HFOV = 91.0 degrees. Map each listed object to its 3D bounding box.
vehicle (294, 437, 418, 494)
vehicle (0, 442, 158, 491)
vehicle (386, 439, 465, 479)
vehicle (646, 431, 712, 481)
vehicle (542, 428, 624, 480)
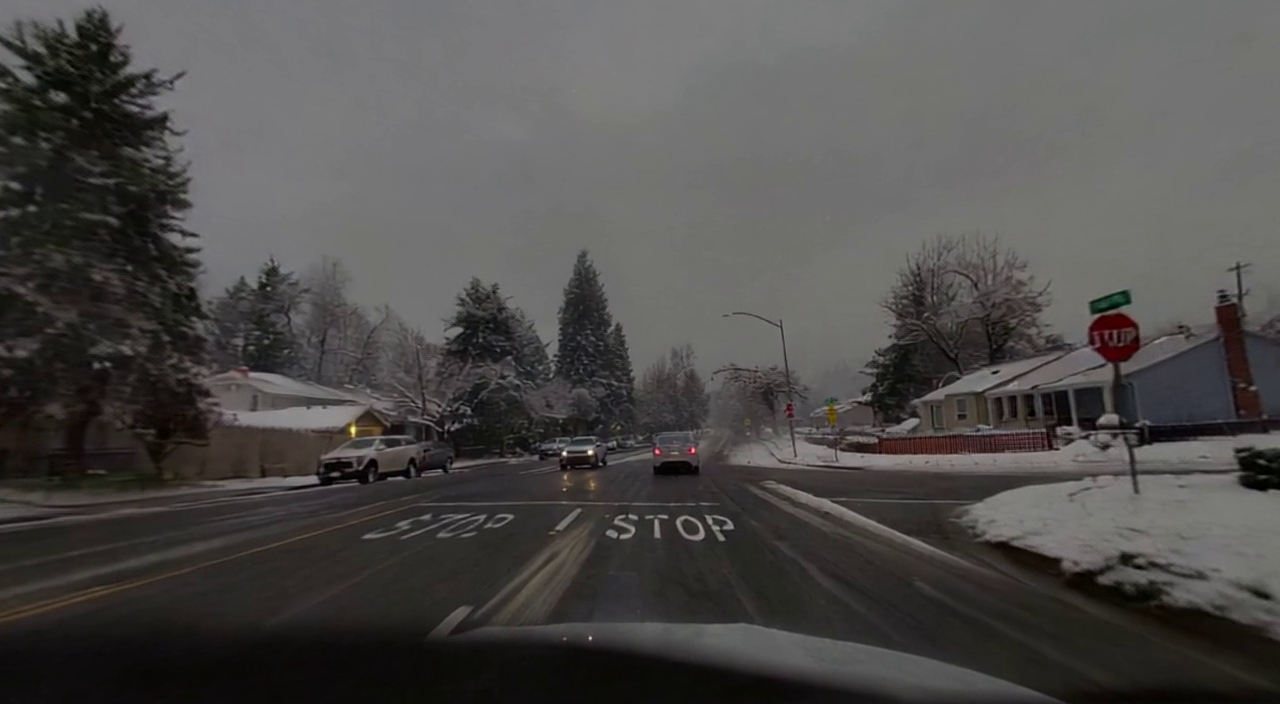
[{"bbox_3d":[-12.114,4.833,27.442,2.191,1.980,5.888,-5,-7,6],"label":"vehicle"},{"bbox_3d":[-22.492,4.551,25.235,4.641,1.808,2.138,-2,-8,5],"label":"vehicle"},{"bbox_3d":[-11.174,5.630,33.173,2.076,1.864,4.730,-4,-10,6],"label":"vehicle"},{"bbox_3d":[1.362,3.432,20.967,1.955,1.459,4.383,-1,-8,5],"label":"vehicle"},{"bbox_3d":[-1.959,3.716,23.125,2.178,1.695,4.339,-1,-8,6],"label":"vehicle"}]
